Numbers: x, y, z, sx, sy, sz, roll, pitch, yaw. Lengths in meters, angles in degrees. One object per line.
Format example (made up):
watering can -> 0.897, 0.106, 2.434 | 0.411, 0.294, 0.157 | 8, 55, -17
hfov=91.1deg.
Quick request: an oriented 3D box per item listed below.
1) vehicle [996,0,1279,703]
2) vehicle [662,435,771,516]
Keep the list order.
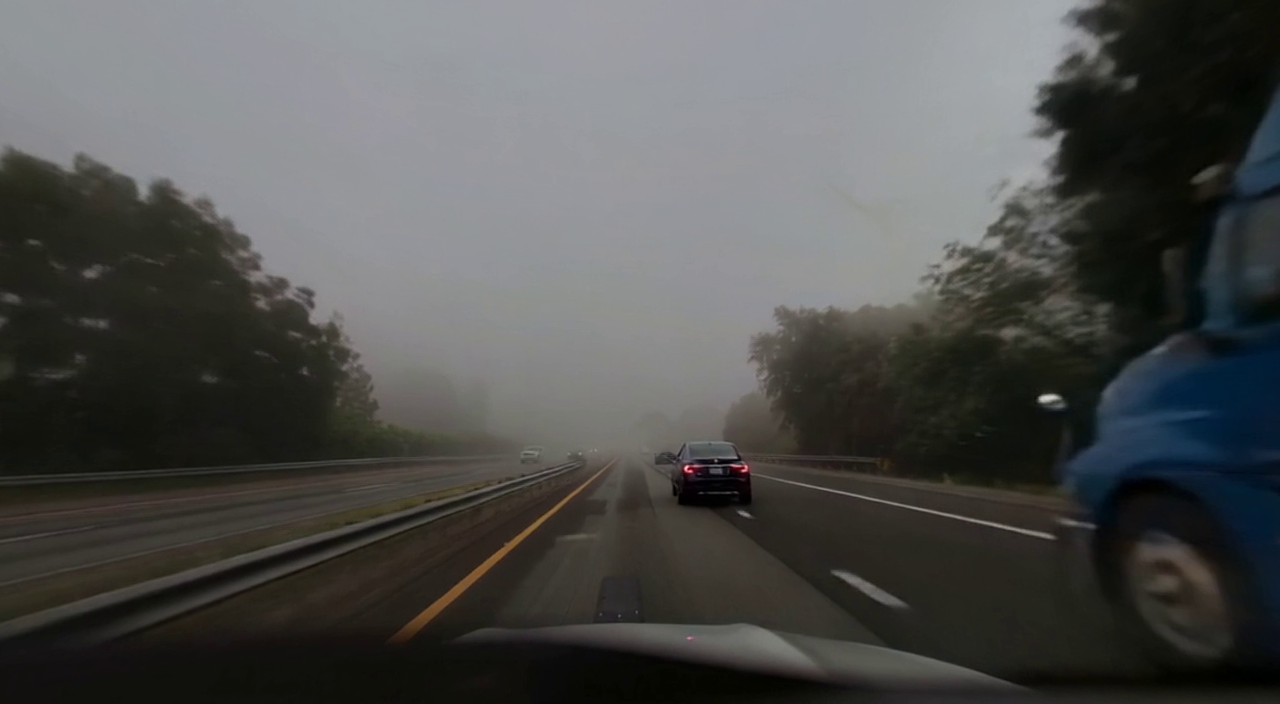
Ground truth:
vehicle -> 4.690, -0.325, 2.407 | 3.157, 3.956, 5.545 | 0, -8, -1
vehicle -> 1.633, 2.828, 15.017 | 2.038, 1.624, 4.312 | 0, -8, 0
